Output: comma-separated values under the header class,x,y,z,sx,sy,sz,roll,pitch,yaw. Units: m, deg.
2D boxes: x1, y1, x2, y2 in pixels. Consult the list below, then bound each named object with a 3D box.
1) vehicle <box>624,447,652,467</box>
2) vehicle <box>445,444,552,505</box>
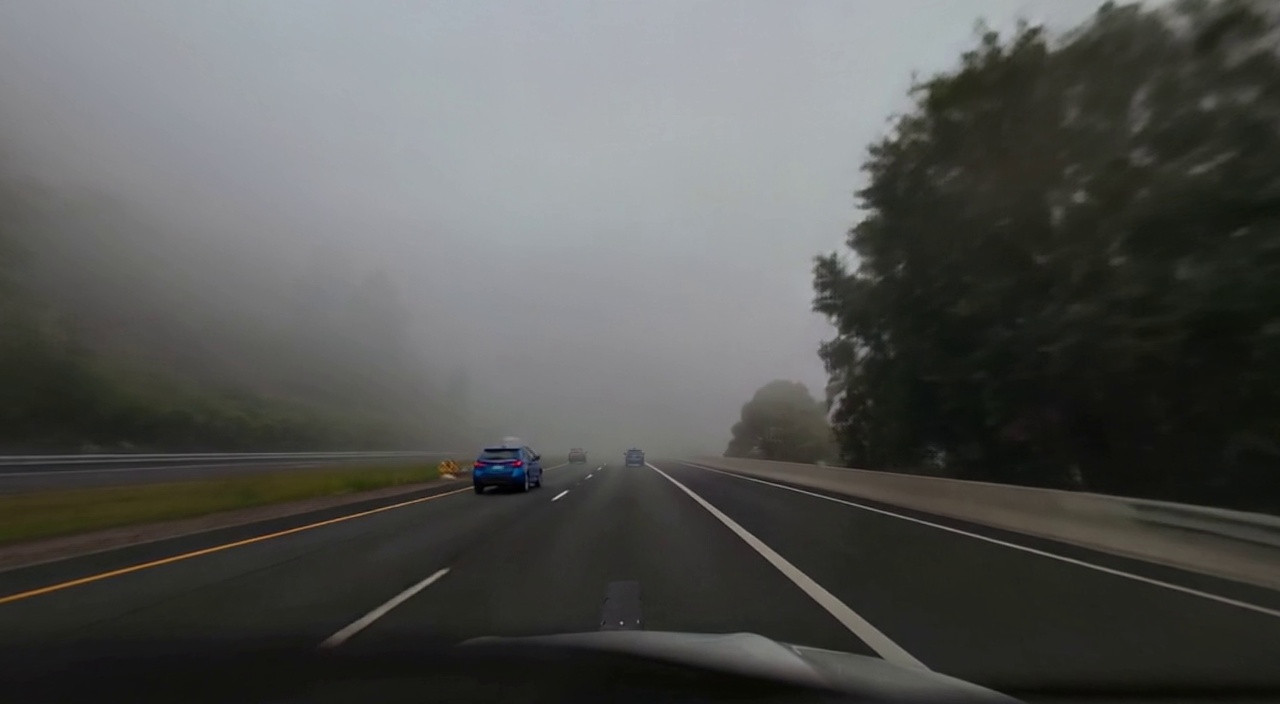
class,x,y,z,sx,sy,sz,roll,pitch,yaw
vehicle,-0.202,8.228,49.458,2.031,1.483,3.417,0,-9,-2
vehicle,-3.917,3.466,18.393,1.957,1.499,4.965,0,-9,0
